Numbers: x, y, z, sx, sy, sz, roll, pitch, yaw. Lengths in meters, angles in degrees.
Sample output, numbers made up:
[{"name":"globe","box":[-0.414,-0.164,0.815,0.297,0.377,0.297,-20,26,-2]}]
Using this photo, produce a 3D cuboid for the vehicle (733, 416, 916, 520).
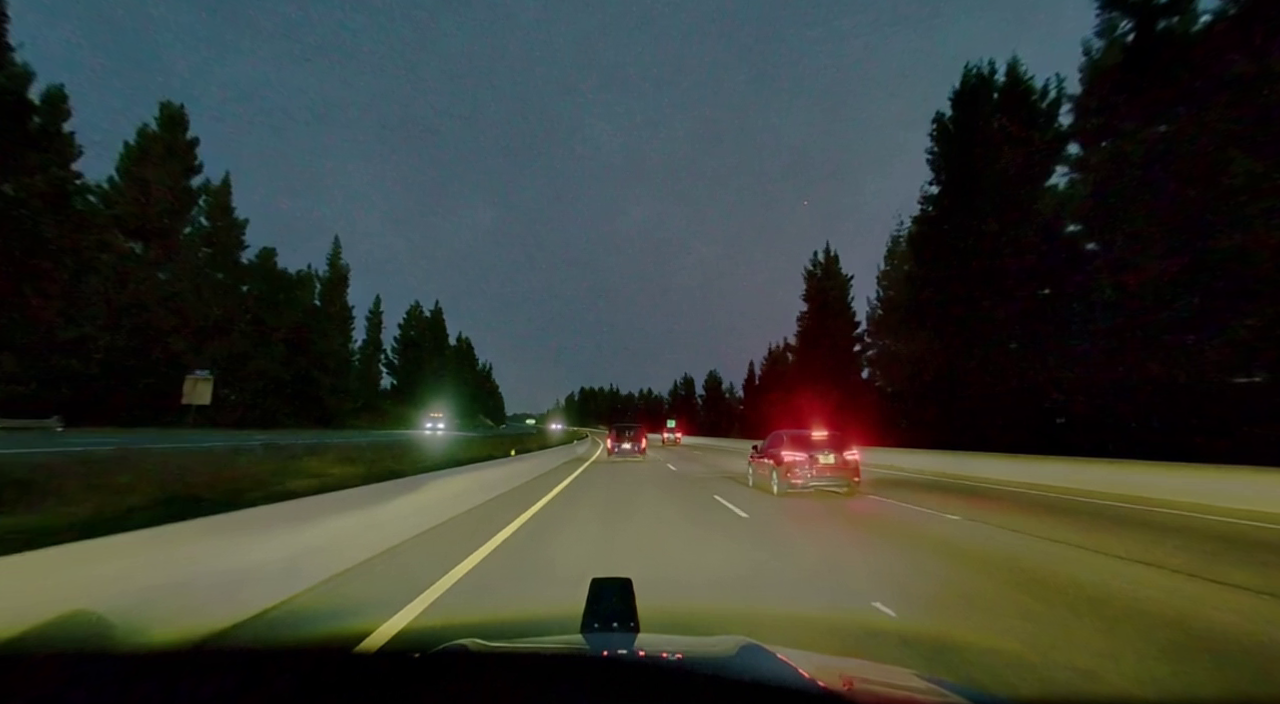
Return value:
[{"name":"vehicle","box":[3.172,2.079,11.855,2.078,1.600,4.012,0,-8,-2]}]

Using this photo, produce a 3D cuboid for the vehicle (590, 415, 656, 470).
[{"name":"vehicle","box":[-0.663,3.619,25.472,2.403,1.994,4.683,0,-8,-1]}]
